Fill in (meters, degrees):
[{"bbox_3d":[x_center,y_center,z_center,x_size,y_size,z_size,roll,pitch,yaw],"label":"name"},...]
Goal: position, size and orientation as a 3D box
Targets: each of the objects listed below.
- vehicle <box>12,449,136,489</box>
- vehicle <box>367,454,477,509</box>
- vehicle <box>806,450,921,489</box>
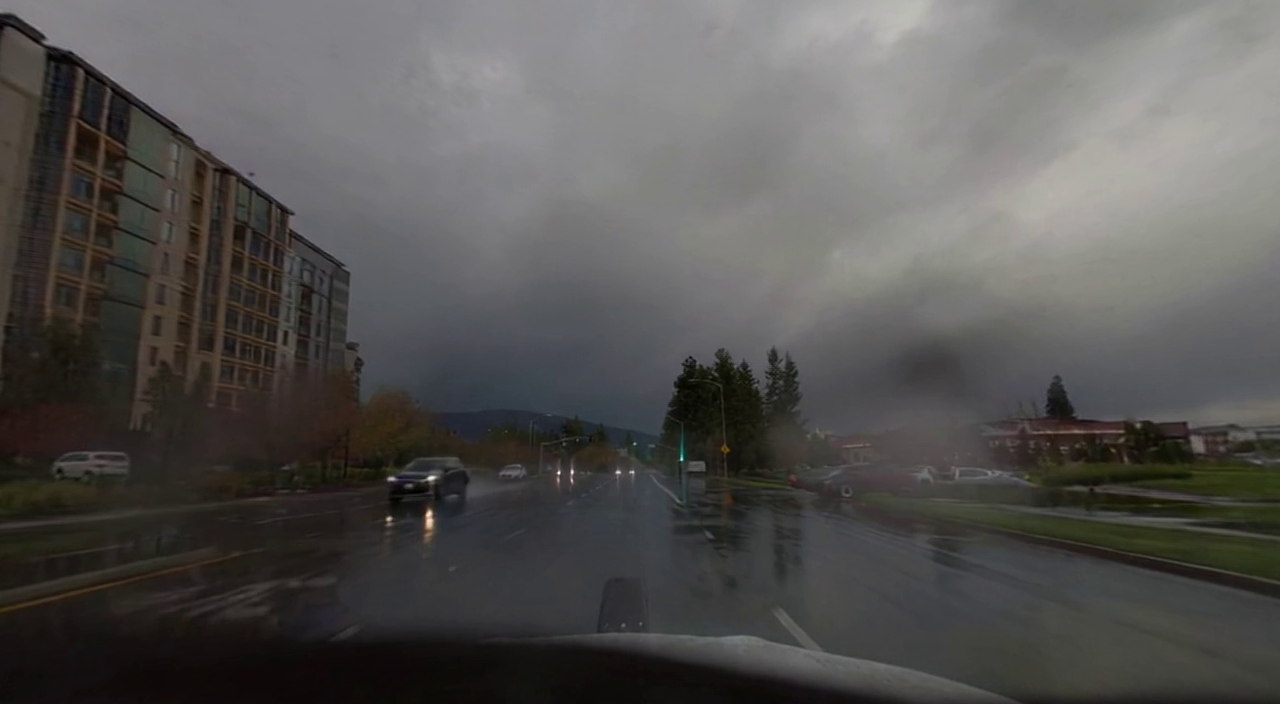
[{"bbox_3d":[-27.578,5.748,30.714,3.770,1.737,2.102,1,-15,-1],"label":"vehicle"},{"bbox_3d":[-7.596,4.531,22.432,2.220,1.681,4.633,0,-9,0],"label":"vehicle"},{"bbox_3d":[11.055,5.830,31.320,4.903,1.831,2.098,0,-9,2],"label":"vehicle"}]
